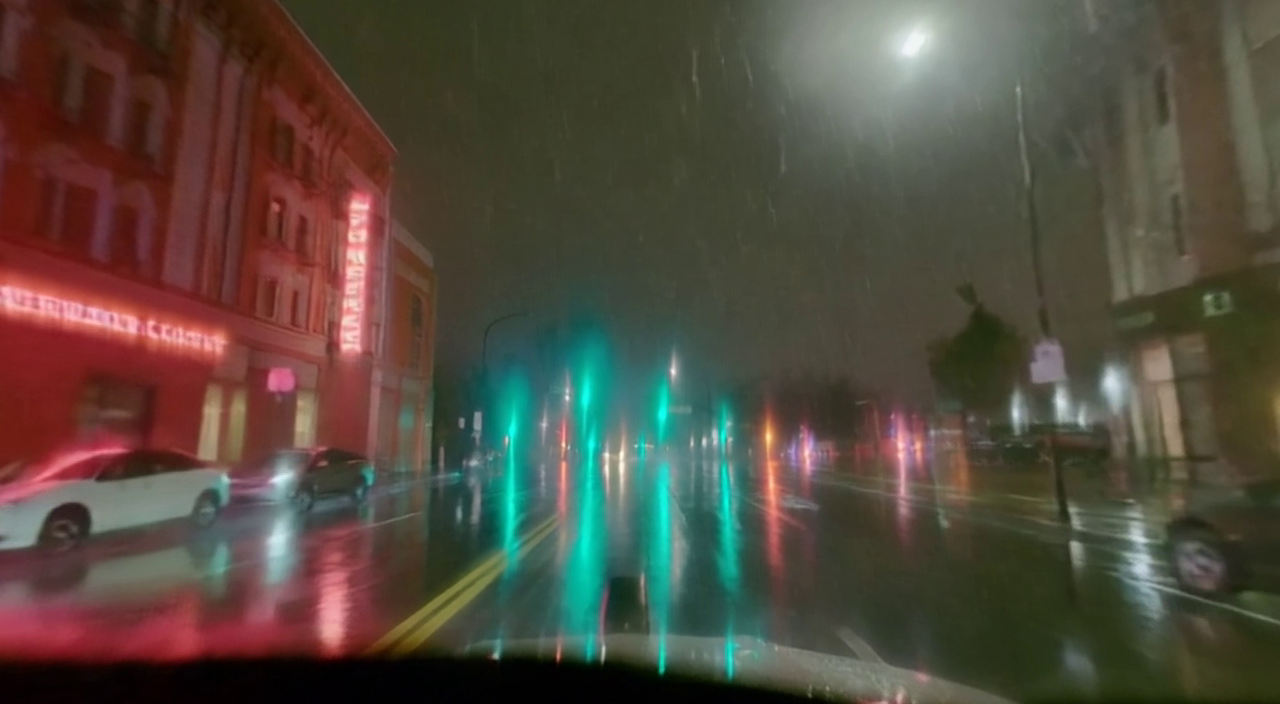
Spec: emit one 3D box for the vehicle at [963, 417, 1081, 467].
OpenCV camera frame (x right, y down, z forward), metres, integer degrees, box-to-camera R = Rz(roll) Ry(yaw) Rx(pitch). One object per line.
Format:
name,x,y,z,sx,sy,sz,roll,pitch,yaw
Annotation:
vehicle,17.964,4.298,30.079,2.145,2.151,5.636,-1,-8,1

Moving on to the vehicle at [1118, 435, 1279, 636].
vehicle,6.040,1.357,4.310,1.989,1.571,4.607,0,-8,2

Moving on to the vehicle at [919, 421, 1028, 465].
vehicle,15.317,4.252,29.403,2.180,1.848,5.417,0,-8,1

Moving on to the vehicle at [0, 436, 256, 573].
vehicle,-8.990,2.304,10.507,2.004,1.709,4.941,-1,-8,1

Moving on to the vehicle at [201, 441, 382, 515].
vehicle,-8.743,3.153,16.423,1.961,1.627,4.634,-1,-8,2

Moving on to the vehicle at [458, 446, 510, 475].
vehicle,-8.948,6.242,36.600,1.908,1.529,4.522,0,-8,-1
